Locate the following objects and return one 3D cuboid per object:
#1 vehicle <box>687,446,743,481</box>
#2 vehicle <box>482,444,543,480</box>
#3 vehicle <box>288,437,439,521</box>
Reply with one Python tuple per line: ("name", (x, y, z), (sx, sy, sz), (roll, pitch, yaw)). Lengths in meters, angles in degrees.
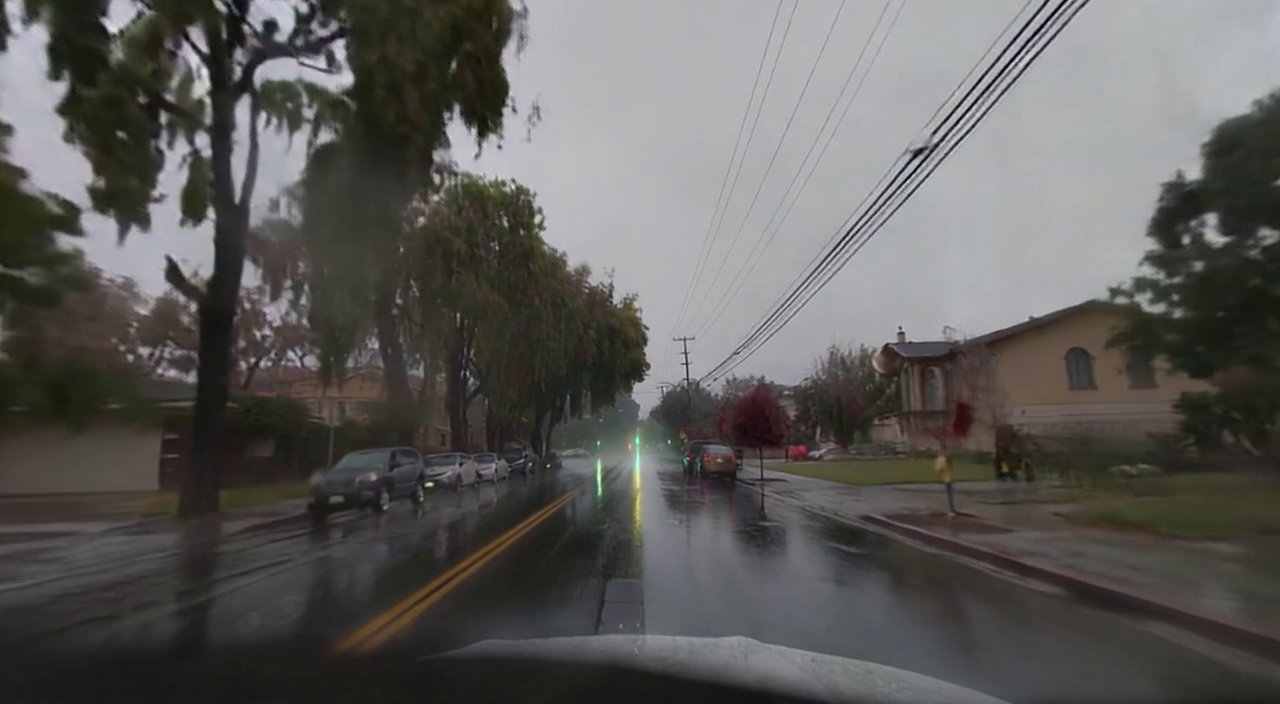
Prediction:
("vehicle", (3.274, 4.949, 28.393), (1.869, 1.453, 4.237), (0, -9, -2))
("vehicle", (-6.822, 5.926, 34.379), (2.151, 1.789, 5.482), (0, -9, 0))
("vehicle", (-6.776, 3.120, 16.113), (1.963, 1.820, 4.297), (0, -9, -1))
